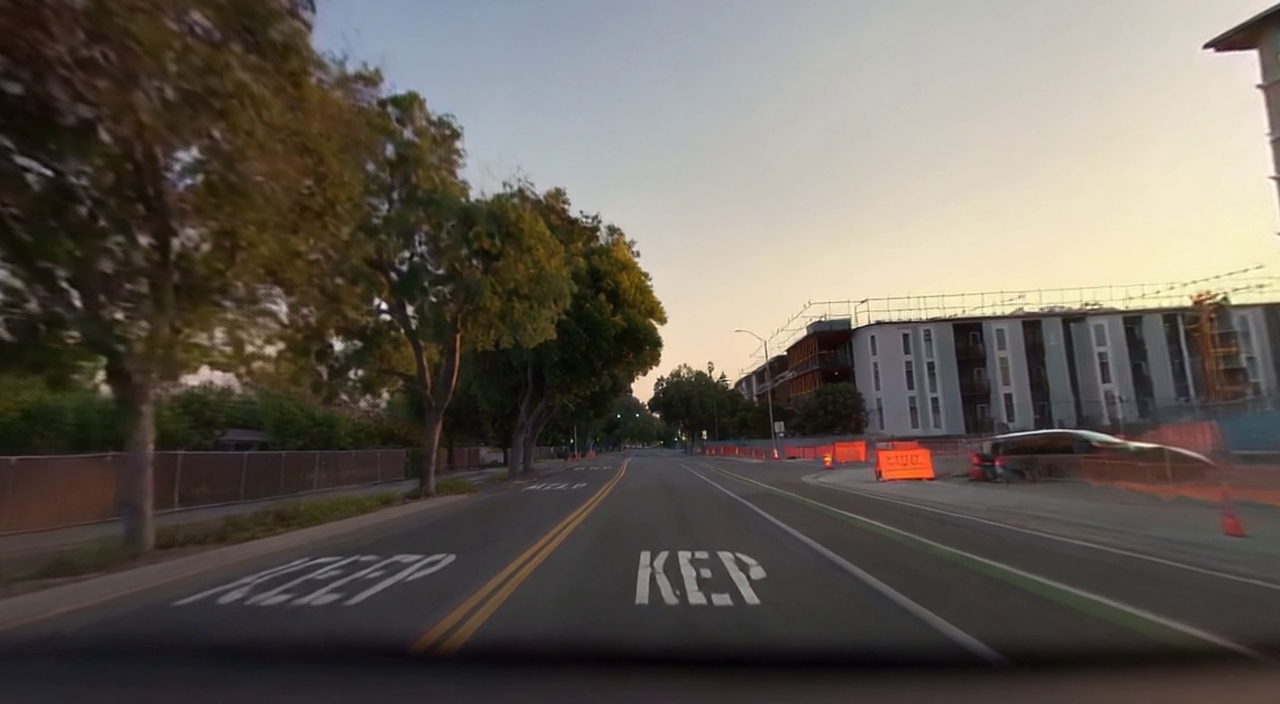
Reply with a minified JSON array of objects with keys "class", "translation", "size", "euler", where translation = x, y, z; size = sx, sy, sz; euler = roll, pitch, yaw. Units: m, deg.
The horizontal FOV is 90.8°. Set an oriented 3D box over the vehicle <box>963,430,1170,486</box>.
[{"class":"vehicle","translation":[11.558,2.895,17.411],"size":[4.251,1.418,1.896],"euler":[-1,-8,3]}]
